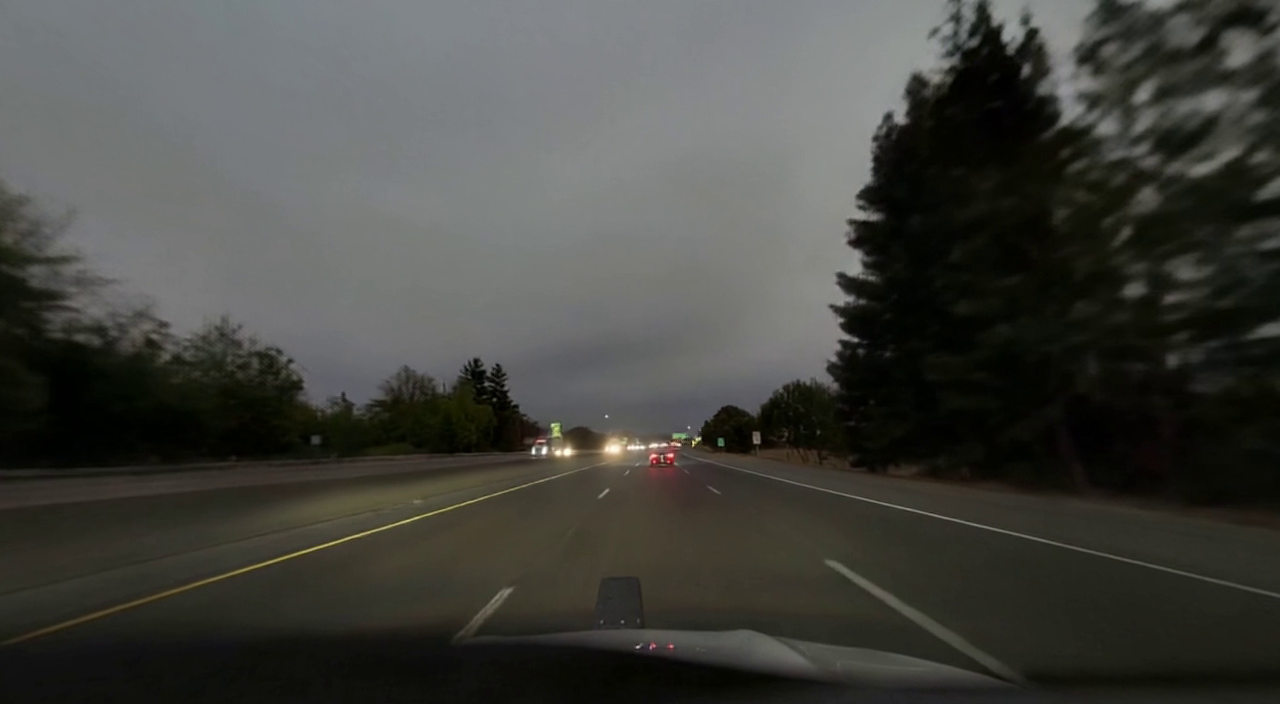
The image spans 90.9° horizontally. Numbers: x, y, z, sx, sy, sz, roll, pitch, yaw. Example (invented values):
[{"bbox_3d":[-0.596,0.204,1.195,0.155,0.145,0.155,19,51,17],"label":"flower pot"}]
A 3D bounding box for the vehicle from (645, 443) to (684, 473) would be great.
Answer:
[{"bbox_3d":[1.451,6.415,38.341,2.231,1.652,4.503,0,-9,1],"label":"vehicle"}]
